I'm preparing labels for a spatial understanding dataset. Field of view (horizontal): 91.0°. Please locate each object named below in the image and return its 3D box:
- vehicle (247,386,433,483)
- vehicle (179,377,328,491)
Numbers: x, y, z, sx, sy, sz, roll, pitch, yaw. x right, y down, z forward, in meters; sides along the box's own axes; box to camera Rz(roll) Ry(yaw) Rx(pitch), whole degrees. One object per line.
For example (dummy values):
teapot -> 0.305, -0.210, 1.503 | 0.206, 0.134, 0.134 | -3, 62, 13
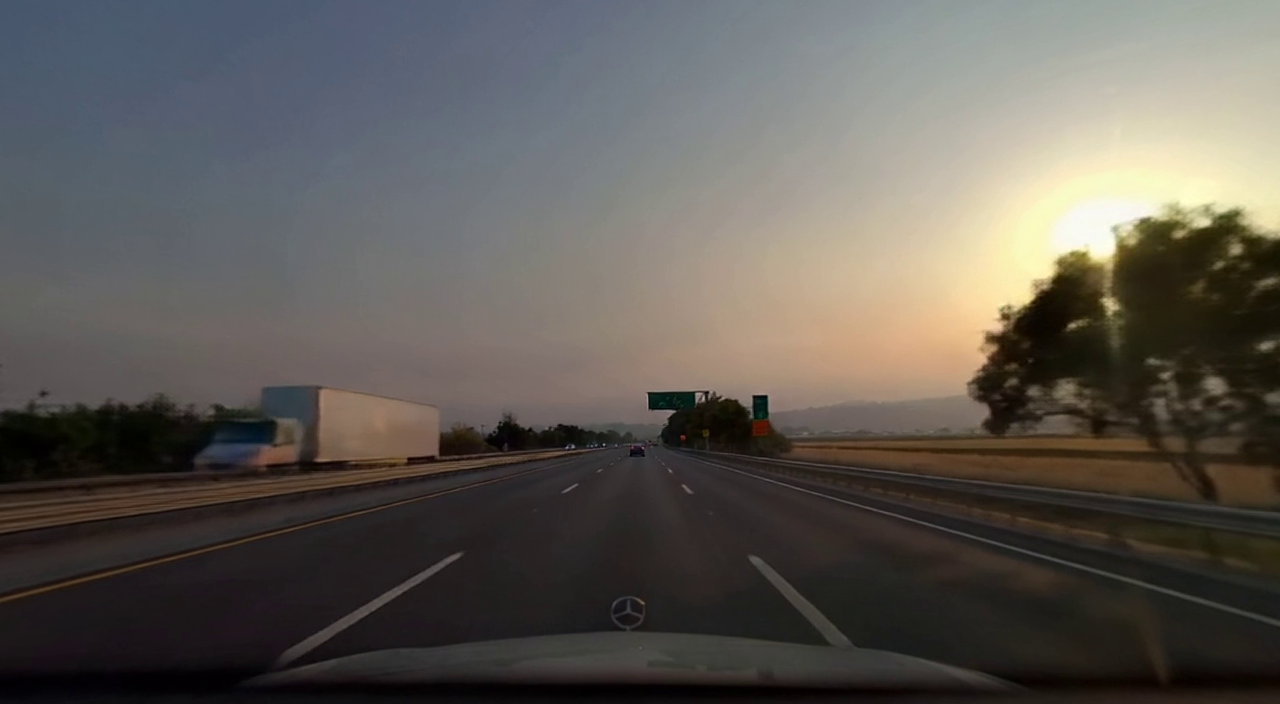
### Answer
vehicle -> -15.063, 4.518, 33.853 | 2.970, 4.086, 14.344 | 0, -8, 0
vehicle -> -15.023, 3.249, 24.907 | 2.989, 4.083, 4.195 | 1, -8, 0
